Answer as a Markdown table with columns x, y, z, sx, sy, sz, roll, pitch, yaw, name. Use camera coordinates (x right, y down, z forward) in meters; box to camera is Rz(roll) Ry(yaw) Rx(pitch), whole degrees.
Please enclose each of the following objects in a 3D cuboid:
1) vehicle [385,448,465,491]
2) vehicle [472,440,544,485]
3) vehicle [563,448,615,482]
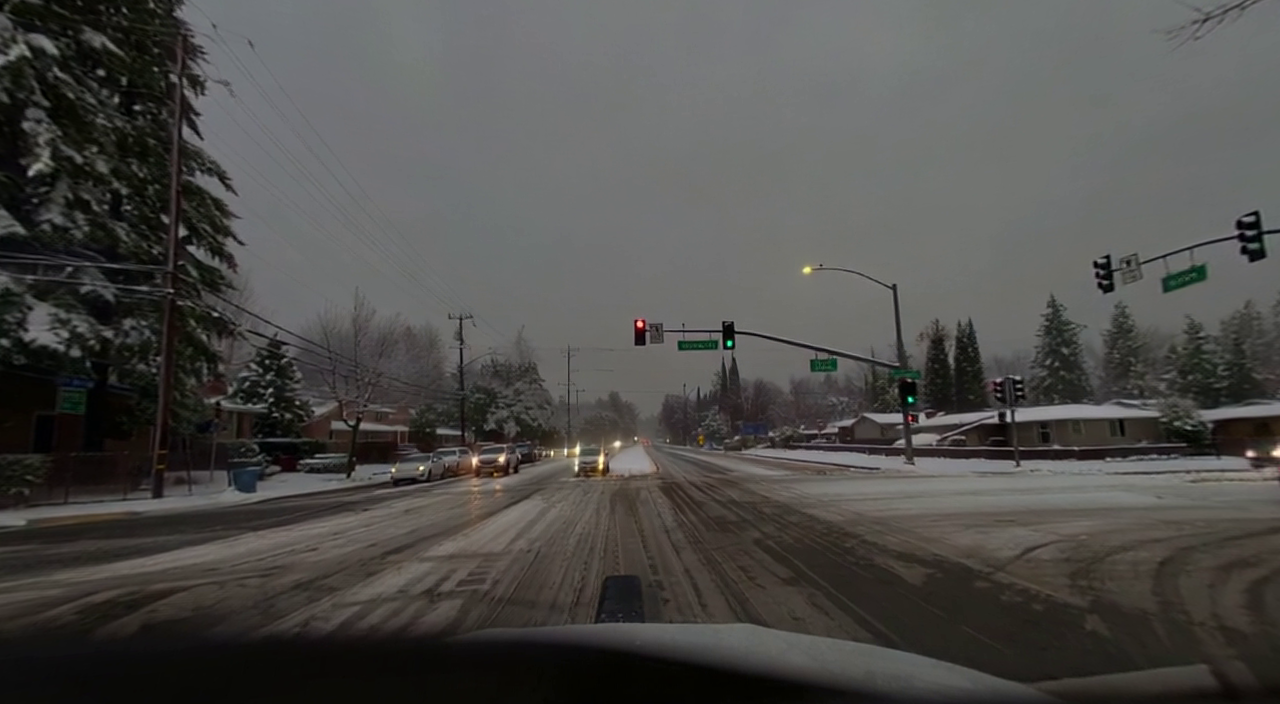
| x | y | z | sx | sy | sz | roll | pitch | yaw | name |
| --- | --- | --- | --- | --- | --- | --- | --- | --- | --- |
| -10.099 | 5.528 | 30.135 | 2.241 | 1.819 | 4.690 | 0 | -9 | -1 | vehicle |
| -6.319 | 5.350 | 30.937 | 2.479 | 1.977 | 5.254 | 0 | -9 | -1 | vehicle |
| -2.329 | 5.313 | 30.065 | 2.174 | 1.477 | 4.805 | 0 | -9 | -1 | vehicle |
